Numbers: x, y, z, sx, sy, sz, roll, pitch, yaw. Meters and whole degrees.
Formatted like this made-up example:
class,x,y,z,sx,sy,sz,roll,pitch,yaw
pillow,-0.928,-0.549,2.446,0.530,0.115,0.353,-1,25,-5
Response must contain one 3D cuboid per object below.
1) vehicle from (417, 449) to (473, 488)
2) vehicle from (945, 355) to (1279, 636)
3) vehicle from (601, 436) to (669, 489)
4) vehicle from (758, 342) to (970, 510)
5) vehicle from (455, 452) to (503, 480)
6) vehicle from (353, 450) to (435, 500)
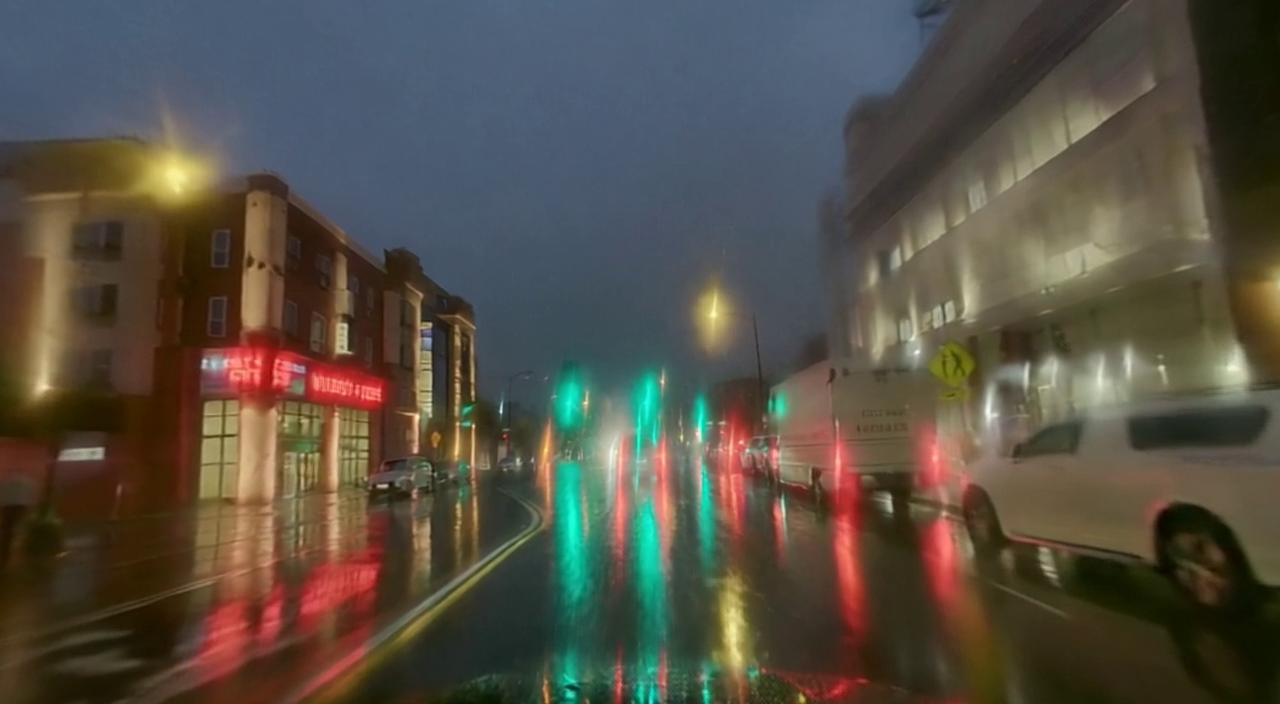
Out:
class,x,y,z,sx,sy,sz,roll,pitch,yaw
vehicle,-11.420,6.813,37.348,1.872,1.731,4.656,-4,-6,-2
vehicle,5.587,1.235,6.043,2.367,1.917,5.810,0,-8,-1
vehicle,-0.171,3.715,21.578,2.086,1.575,4.205,0,-8,0
vehicle,5.424,2.081,17.130,2.893,3.553,7.295,0,-8,-1
vehicle,-11.135,7.882,43.947,1.920,1.498,4.591,-5,-6,2
vehicle,-11.303,5.644,29.410,2.055,1.685,4.370,-6,-6,-1
